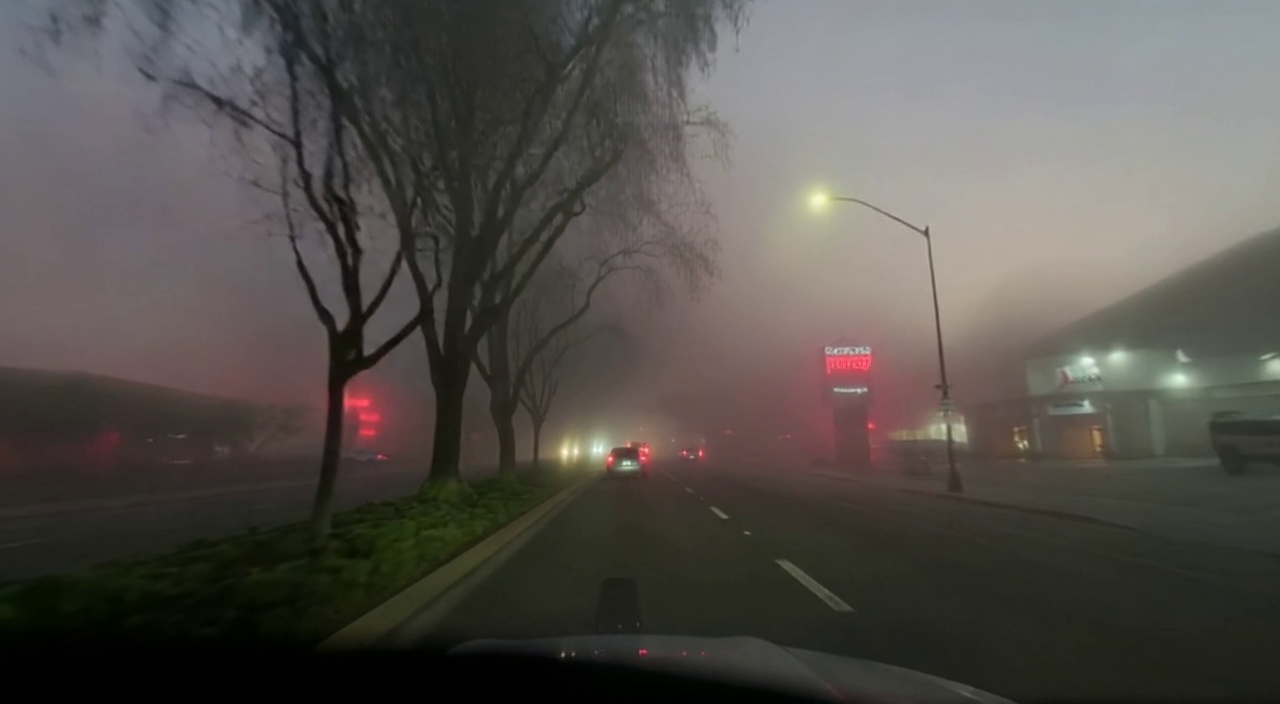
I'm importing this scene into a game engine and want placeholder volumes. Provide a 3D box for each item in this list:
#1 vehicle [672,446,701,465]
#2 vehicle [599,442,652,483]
[{"bbox_3d":[3.649,8.168,49.989,1.910,1.474,4.003,0,-9,-1],"label":"vehicle"},{"bbox_3d":[-0.543,4.421,25.532,2.006,1.487,3.535,0,-9,0],"label":"vehicle"}]
